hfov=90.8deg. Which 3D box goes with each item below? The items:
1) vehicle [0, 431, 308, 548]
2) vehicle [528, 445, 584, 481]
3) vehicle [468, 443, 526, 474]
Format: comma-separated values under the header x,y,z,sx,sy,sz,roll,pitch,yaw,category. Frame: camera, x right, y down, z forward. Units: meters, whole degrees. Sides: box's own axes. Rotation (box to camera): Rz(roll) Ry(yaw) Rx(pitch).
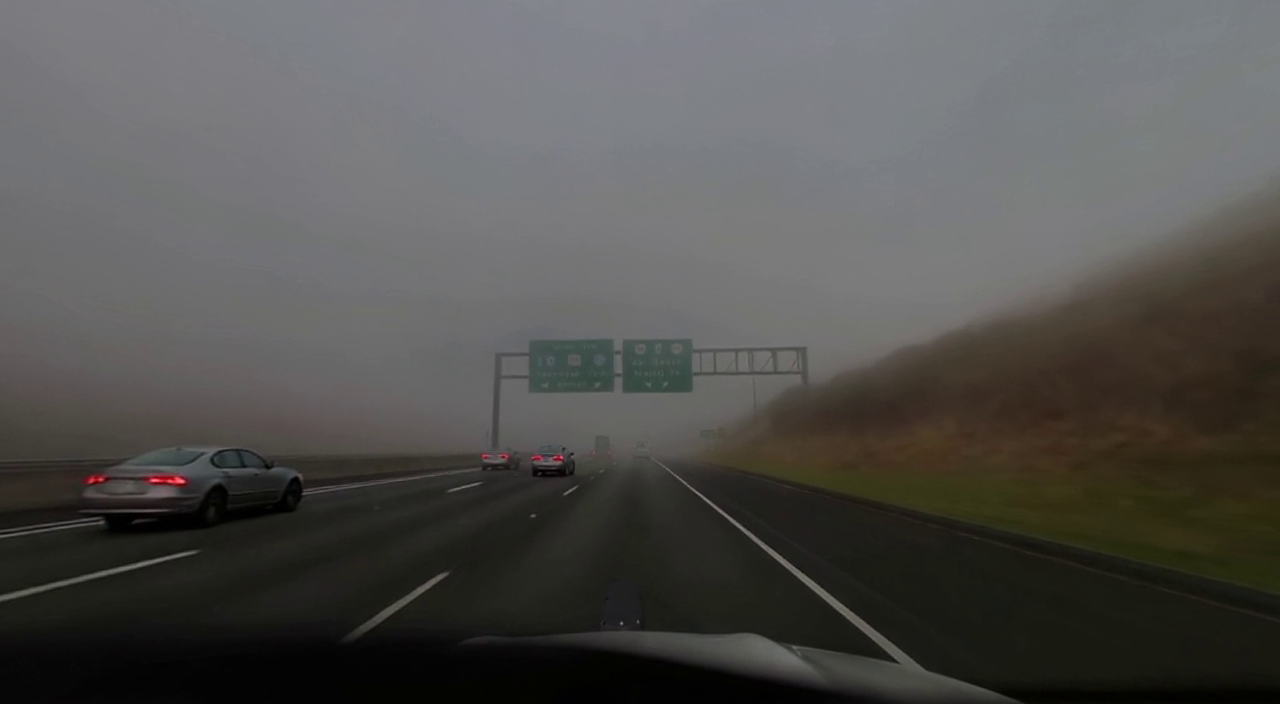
x,y,z,sx,sy,sz,roll,pitch,yaw,category
-7.897,2.159,10.613,2.009,1.500,4.741,0,-9,0,vehicle
-3.556,4.790,27.488,1.924,1.436,3.915,0,-9,0,vehicle
-7.496,5.629,33.554,2.091,1.558,4.220,0,-9,0,vehicle
